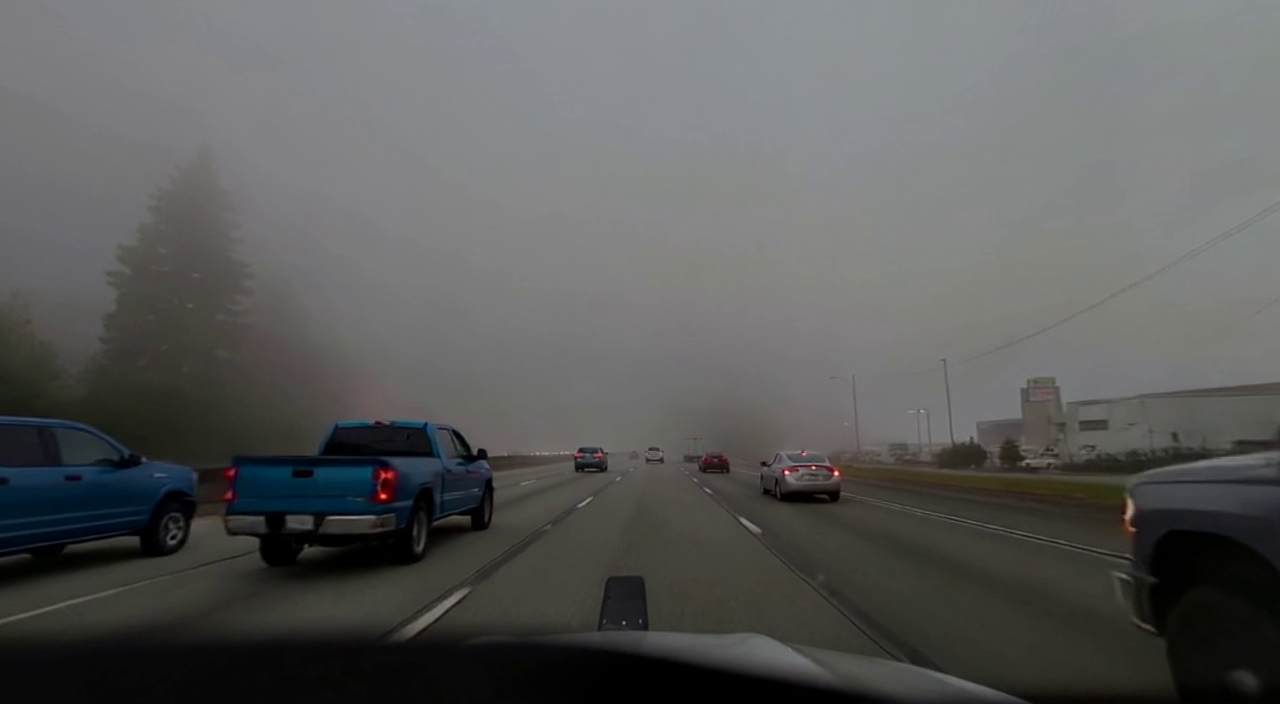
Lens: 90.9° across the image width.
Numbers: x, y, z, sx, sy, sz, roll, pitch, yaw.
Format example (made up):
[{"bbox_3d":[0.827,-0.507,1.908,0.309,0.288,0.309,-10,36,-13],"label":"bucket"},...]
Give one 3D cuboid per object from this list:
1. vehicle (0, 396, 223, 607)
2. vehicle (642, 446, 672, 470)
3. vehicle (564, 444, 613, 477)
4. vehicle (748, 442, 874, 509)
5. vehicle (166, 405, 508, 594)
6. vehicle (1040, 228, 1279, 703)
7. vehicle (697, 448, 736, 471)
[{"bbox_3d":[-6.765,1.329,5.656,2.428,1.812,5.131,0,-8,2],"label":"vehicle"},{"bbox_3d":[1.218,7.743,46.407,2.080,1.682,4.150,0,-8,1],"label":"vehicle"},{"bbox_3d":[-2.782,5.988,35.237,2.209,1.714,4.576,0,-8,2],"label":"vehicle"},{"bbox_3d":[4.299,3.168,16.733,2.111,1.498,4.466,0,-8,0],"label":"vehicle"},{"bbox_3d":[-3.379,1.742,8.362,2.146,1.775,4.553,0,-8,2],"label":"vehicle"},{"bbox_3d":[3.752,0.296,0.170,3.024,2.092,6.797,0,-8,2],"label":"vehicle"},{"bbox_3d":[5.135,7.283,42.876,2.072,1.456,4.537,0,-8,1],"label":"vehicle"}]
